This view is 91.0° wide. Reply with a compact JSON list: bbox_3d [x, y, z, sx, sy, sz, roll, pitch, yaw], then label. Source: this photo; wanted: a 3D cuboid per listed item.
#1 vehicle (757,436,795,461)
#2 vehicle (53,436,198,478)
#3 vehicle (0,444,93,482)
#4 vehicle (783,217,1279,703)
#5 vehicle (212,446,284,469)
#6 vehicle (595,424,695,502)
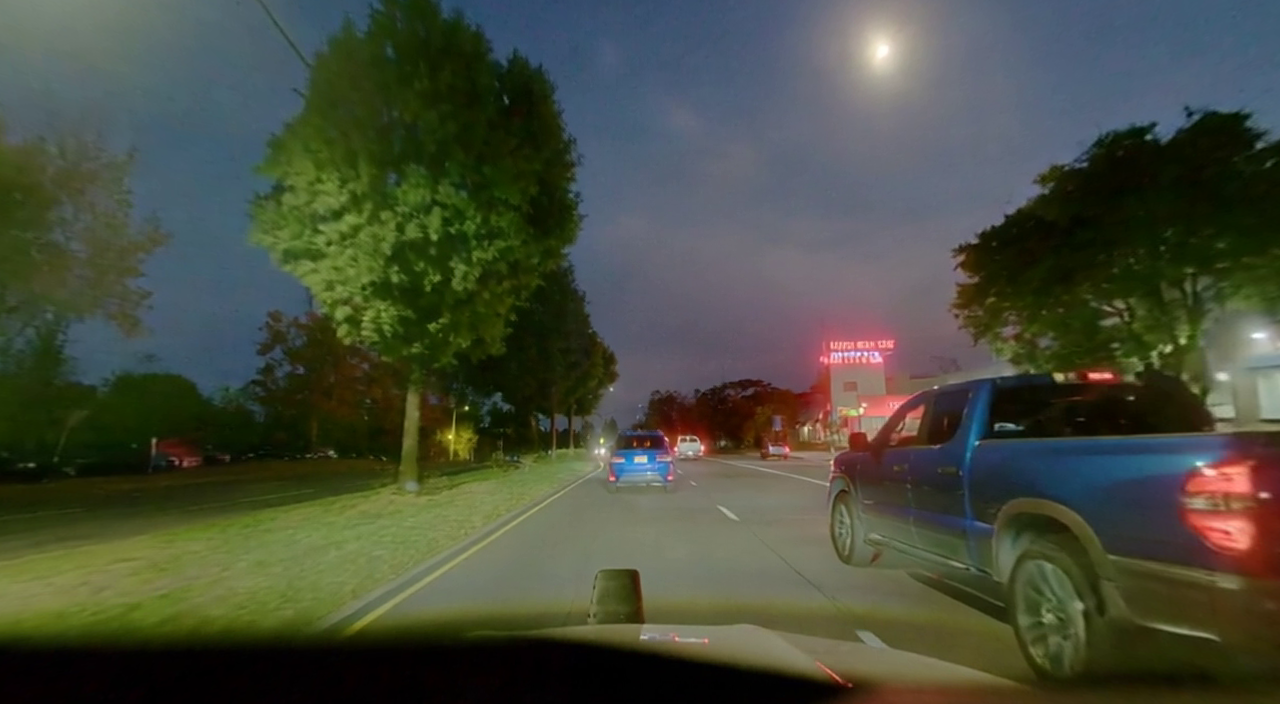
[{"bbox_3d":[9.140,6.539,42.595,2.091,1.612,4.121,-1,-9,6],"label":"vehicle"},{"bbox_3d":[-32.285,6.644,40.049,2.664,2.215,7.903,-3,-9,-1],"label":"vehicle"},{"bbox_3d":[-27.625,4.964,28.282,4.225,1.555,1.852,1,-8,-2],"label":"vehicle"},{"bbox_3d":[3.295,0.998,5.162,2.731,2.101,6.047,0,-9,-1],"label":"vehicle"},{"bbox_3d":[-28.191,7.594,45.320,3.894,1.527,1.872,-1,-10,-1],"label":"vehicle"},{"bbox_3d":[0.096,2.692,15.587,2.145,1.650,4.021,0,-9,0],"label":"vehicle"}]
